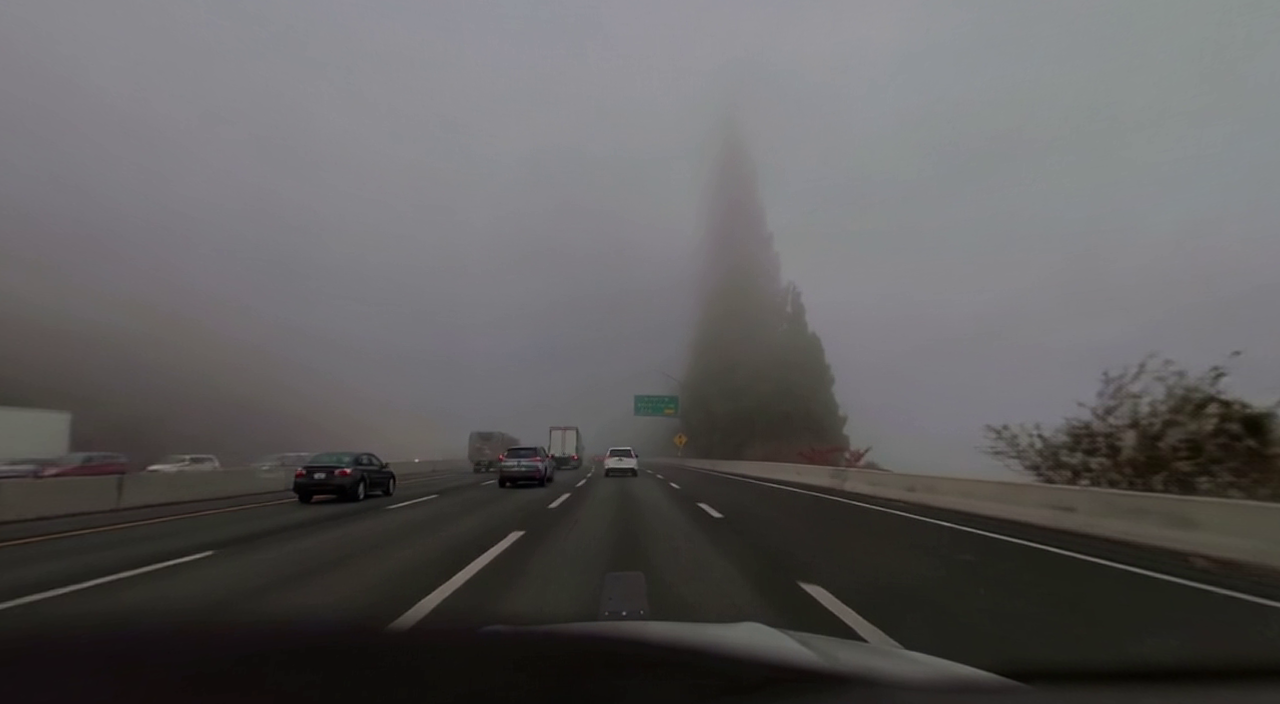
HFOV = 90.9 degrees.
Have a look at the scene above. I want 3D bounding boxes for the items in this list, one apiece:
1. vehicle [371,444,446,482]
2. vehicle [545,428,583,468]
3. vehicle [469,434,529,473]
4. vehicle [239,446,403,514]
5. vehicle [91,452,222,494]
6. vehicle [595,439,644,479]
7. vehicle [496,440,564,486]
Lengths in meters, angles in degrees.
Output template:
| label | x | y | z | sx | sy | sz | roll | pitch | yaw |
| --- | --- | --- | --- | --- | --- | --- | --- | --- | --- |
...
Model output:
| label | x | y | z | sx | sy | sz | roll | pitch | yaw |
| --- | --- | --- | --- | --- | --- | --- | --- | --- | --- |
| vehicle | -11.981 | 5.722 | 33.079 | 2.079 | 1.807 | 5.187 | 0 | -8 | -2 |
| vehicle | -5.438 | 6.947 | 45.827 | 2.279 | 2.672 | 5.256 | 0 | -8 | -2 |
| vehicle | -9.217 | 6.694 | 41.890 | 2.773 | 2.402 | 6.232 | 0 | -8 | -2 |
| vehicle | -7.908 | 3.175 | 16.213 | 1.896 | 1.465 | 4.399 | 0 | -8 | 0 |
| vehicle | -19.823 | 4.934 | 26.169 | 1.903 | 1.506 | 4.545 | 0 | -8 | -2 |
| vehicle | -0.941 | 4.820 | 28.719 | 2.092 | 1.671 | 3.772 | 0 | -8 | -2 |
| vehicle | -4.270 | 4.370 | 25.227 | 2.005 | 1.631 | 4.295 | 0 | -8 | -1 |
